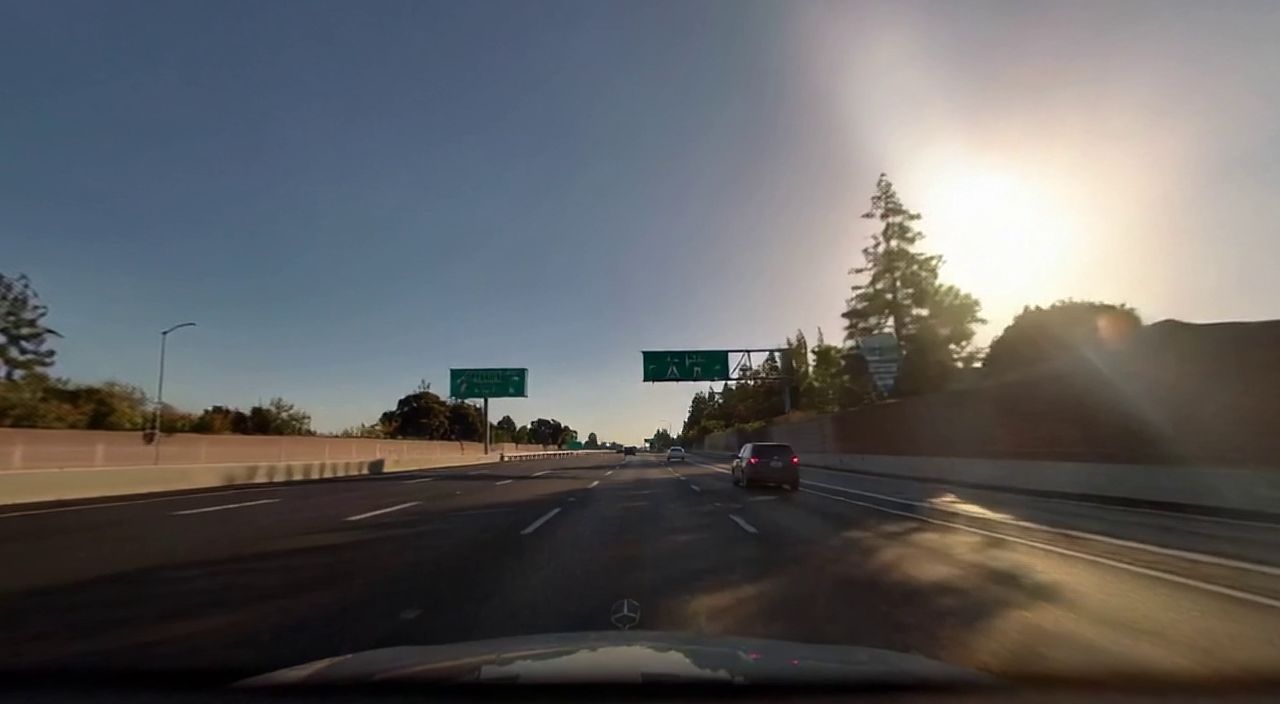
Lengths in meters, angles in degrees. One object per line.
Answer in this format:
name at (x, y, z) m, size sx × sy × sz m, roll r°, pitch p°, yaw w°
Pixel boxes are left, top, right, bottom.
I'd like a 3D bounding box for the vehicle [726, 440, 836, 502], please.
vehicle at (3.764, 3.258, 17.652) m, size 2.033 × 1.501 × 4.398 m, roll 0°, pitch -9°, yaw 0°
